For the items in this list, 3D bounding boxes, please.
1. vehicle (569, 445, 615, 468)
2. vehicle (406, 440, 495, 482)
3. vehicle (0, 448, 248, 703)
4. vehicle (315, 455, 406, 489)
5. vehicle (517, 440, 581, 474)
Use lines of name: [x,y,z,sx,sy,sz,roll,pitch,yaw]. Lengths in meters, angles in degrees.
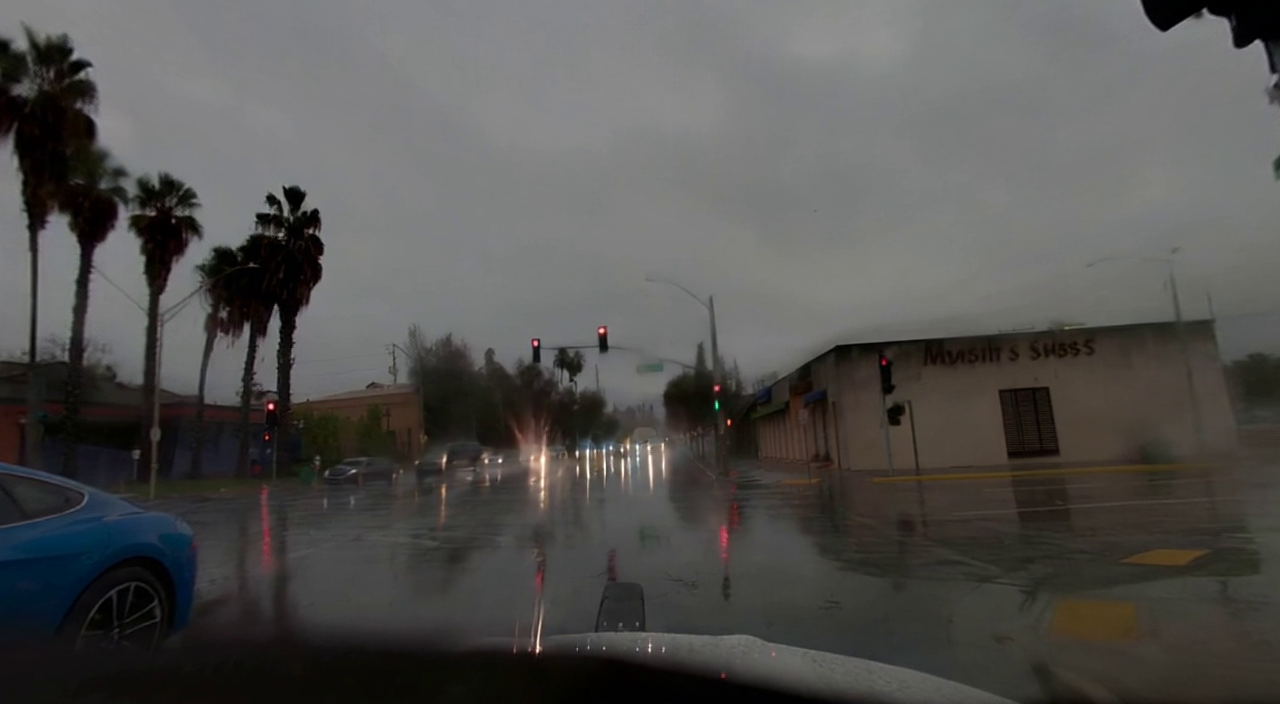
vehicle: [-3.246,7.208,43.841,1.839,1.468,4.549,-2,-9,13]
vehicle: [-9.082,5.292,30.936,2.152,1.825,5.406,-1,-9,7]
vehicle: [-3.698,1.018,2.260,1.850,1.325,4.295,0,-9,0]
vehicle: [-13.011,5.589,29.724,1.880,1.440,4.418,-1,-9,6]
vehicle: [-4.890,5.726,34.639,2.092,1.709,4.775,-2,-9,9]
